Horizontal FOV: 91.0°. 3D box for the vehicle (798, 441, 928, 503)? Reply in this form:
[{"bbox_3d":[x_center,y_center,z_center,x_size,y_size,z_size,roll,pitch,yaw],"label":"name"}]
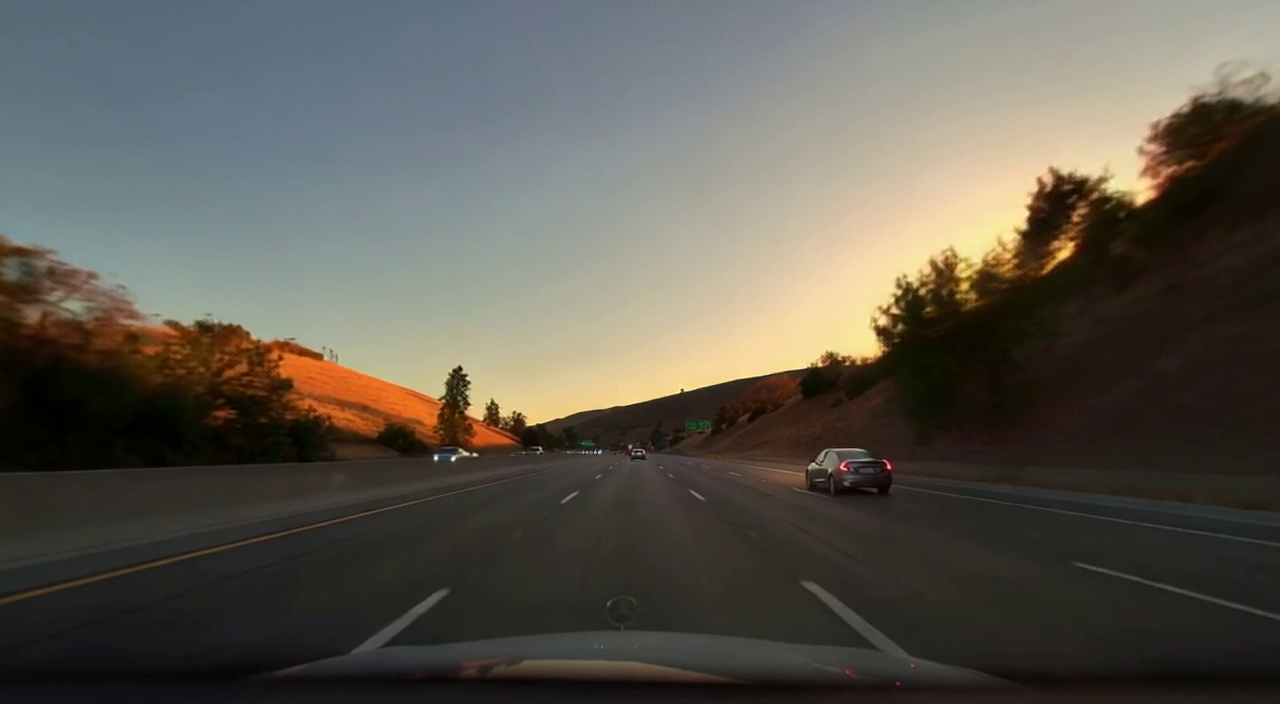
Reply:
[{"bbox_3d":[5.982,3.258,17.513,1.976,1.495,4.217,0,-9,-1],"label":"vehicle"}]

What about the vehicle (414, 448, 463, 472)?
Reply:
[{"bbox_3d":[-14.560,7.774,45.720,2.014,1.633,4.543,0,-9,0],"label":"vehicle"}]
